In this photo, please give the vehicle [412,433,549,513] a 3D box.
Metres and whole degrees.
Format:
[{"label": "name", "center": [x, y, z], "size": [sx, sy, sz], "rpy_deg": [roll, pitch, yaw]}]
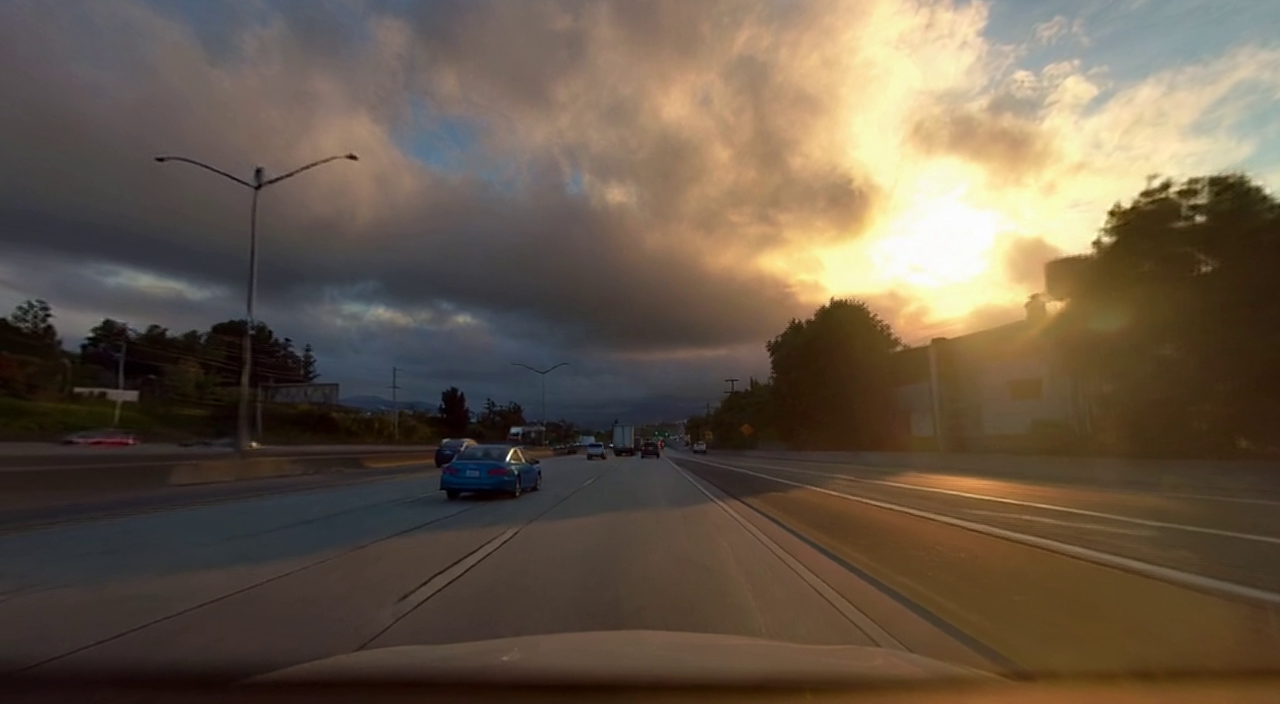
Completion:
[{"label": "vehicle", "center": [-3.317, 2.583, 13.925], "size": [1.953, 1.511, 3.704], "rpy_deg": [0, -8, 2]}]
